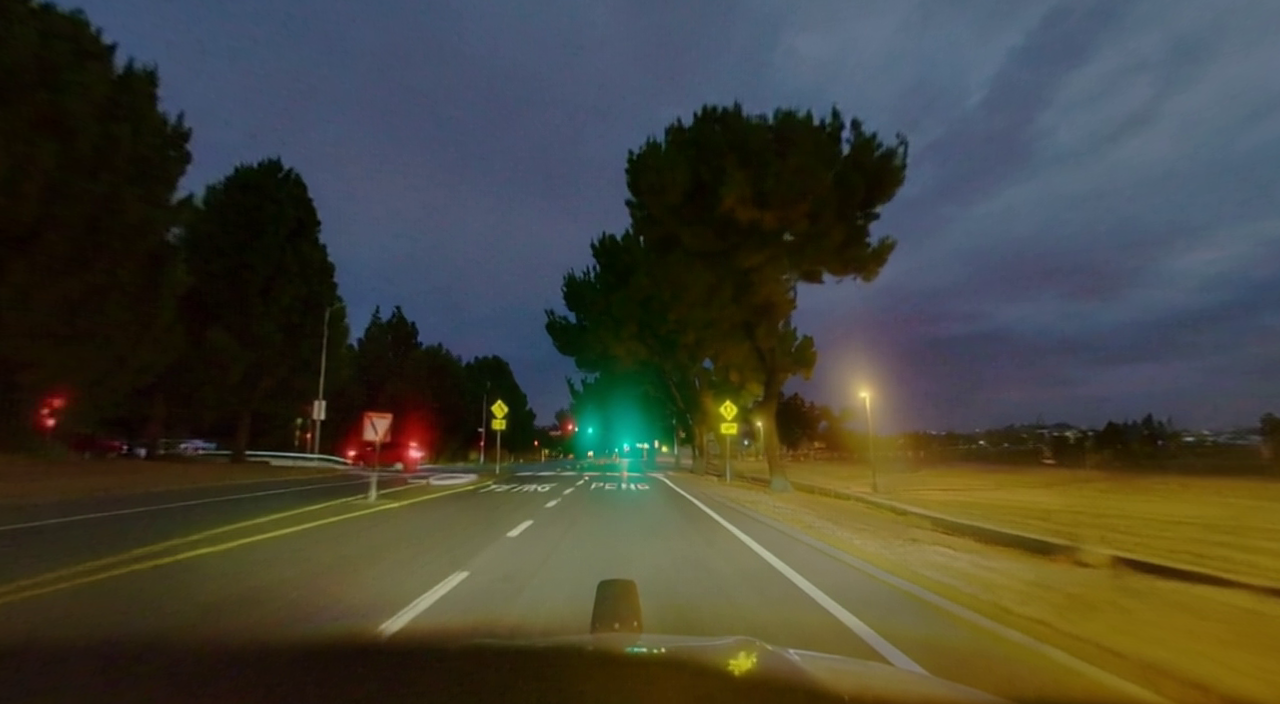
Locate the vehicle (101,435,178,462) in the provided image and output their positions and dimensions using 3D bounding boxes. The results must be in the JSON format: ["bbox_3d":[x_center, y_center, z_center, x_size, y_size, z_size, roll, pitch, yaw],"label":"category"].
[{"bbox_3d":[-36.778,7.089,46.417,1.951,1.843,4.498,0,-8,0],"label":"vehicle"}]

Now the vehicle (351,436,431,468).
[{"bbox_3d":[-16.271,6.506,41.169,4.529,1.976,2.002,5,-10,-30],"label":"vehicle"}]

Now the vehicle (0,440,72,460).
[{"bbox_3d":[-44.217,7.157,46.113,1.778,1.419,3.660,0,-8,0],"label":"vehicle"}]

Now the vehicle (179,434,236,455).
[{"bbox_3d":[-31.607,6.753,46.087,1.561,1.438,3.699,-1,-9,0],"label":"vehicle"}]

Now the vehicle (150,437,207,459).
[{"bbox_3d":[-34.182,7.115,46.674,1.601,1.494,3.449,0,-8,0],"label":"vehicle"}]

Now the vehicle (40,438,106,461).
[{"bbox_3d":[-41.771,7.184,46.459,1.705,1.596,3.596,0,-8,-5],"label":"vehicle"}]
